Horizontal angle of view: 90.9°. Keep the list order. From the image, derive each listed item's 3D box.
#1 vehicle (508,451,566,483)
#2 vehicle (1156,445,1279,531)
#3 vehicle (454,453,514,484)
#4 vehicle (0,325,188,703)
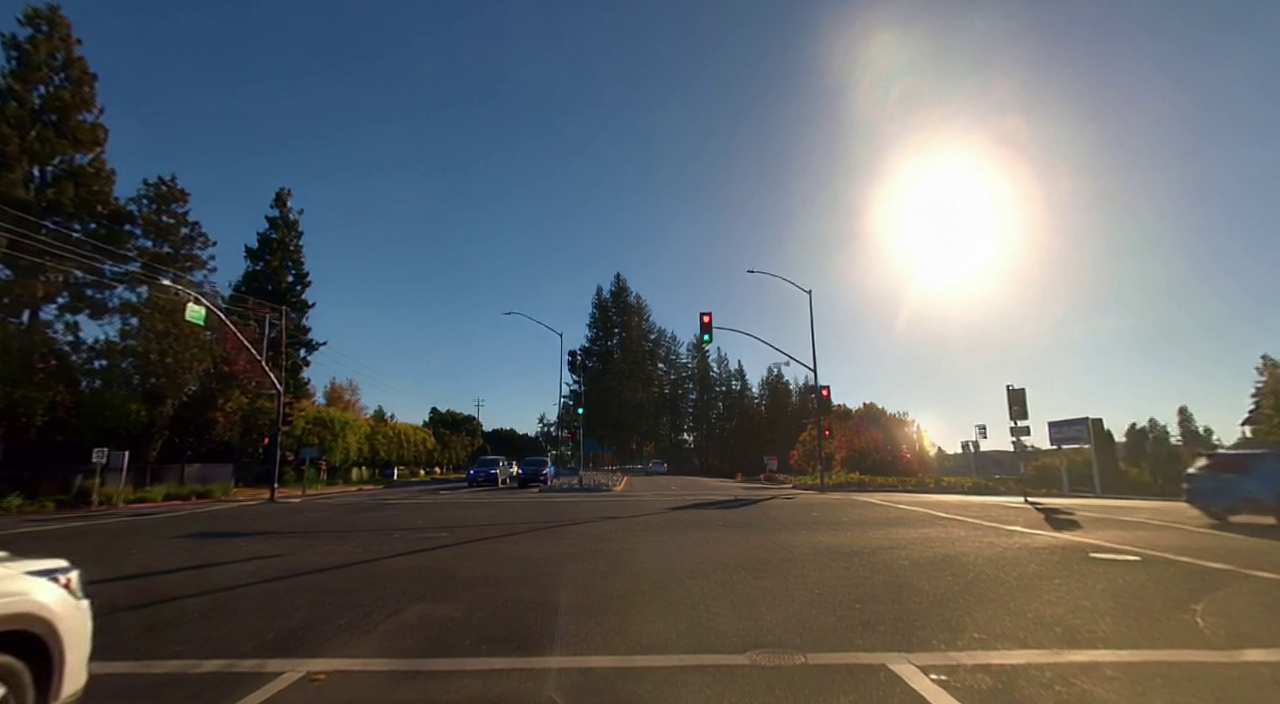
[{"bbox_3d":[-5.237,5.933,32.850,2.107,1.456,4.728,0,-8,2],"label":"vehicle"},{"bbox_3d":[12.964,2.558,12.192,4.404,1.486,1.841,0,-8,-3],"label":"vehicle"},{"bbox_3d":[-8.034,6.017,32.807,1.960,1.433,4.213,0,-8,1],"label":"vehicle"},{"bbox_3d":[-3.480,0.586,0.896,2.242,1.761,4.505,0,-8,1],"label":"vehicle"}]
